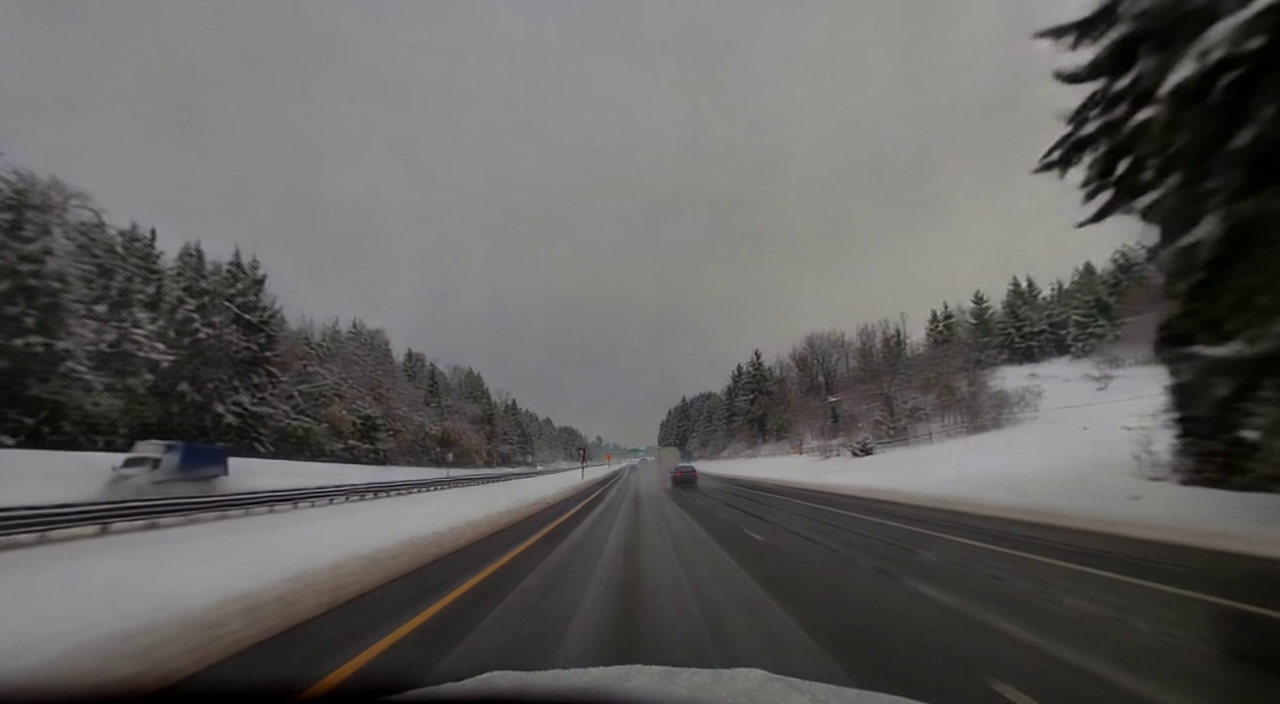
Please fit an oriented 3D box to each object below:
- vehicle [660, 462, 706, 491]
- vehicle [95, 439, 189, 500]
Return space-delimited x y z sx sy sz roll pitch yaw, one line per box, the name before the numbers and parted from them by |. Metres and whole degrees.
vehicle | 2.272 6.702 34.064 1.976 1.467 3.783 1 -10 -3
vehicle | -35.781 8.497 45.589 2.981 4.038 5.981 4 -11 -17
